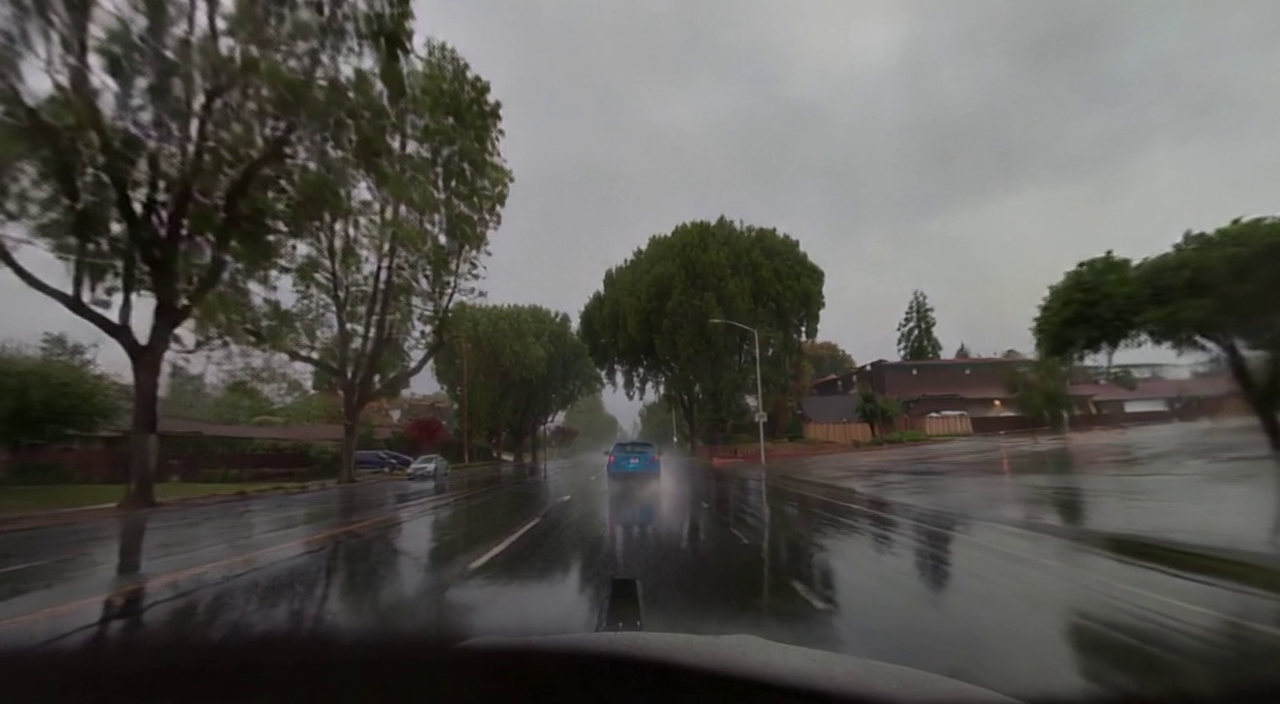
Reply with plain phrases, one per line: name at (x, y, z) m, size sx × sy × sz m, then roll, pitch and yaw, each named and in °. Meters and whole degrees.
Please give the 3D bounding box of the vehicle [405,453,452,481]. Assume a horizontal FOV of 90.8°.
vehicle at (-13.989, 7.581, 42.009) m, size 1.900 × 1.596 × 4.142 m, roll -3°, pitch -8°, yaw -3°

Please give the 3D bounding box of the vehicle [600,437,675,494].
vehicle at (-0.113, 3.625, 20.523) m, size 2.181 × 1.639 × 4.127 m, roll 0°, pitch -9°, yaw -1°
